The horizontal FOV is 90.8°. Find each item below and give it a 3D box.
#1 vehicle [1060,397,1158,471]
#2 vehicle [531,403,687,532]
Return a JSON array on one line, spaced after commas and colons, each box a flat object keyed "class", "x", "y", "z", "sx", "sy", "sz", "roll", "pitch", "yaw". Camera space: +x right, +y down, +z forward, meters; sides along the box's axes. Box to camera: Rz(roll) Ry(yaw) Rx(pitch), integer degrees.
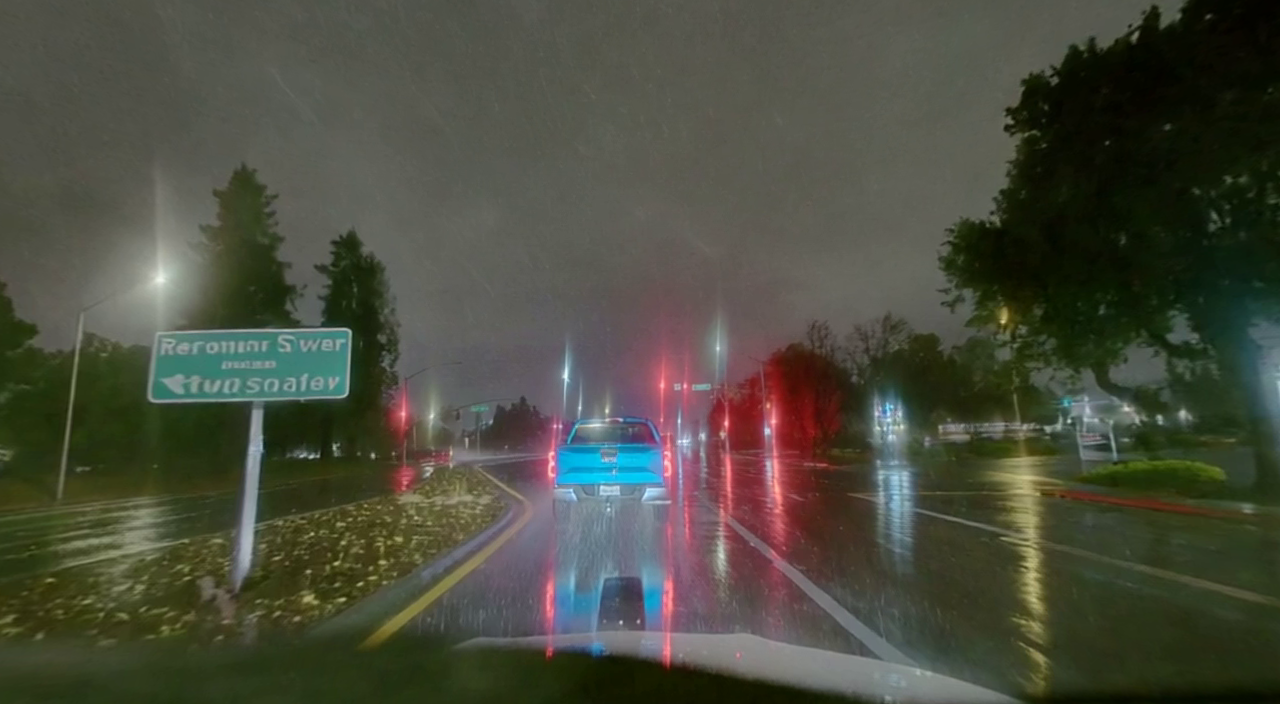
[{"class": "vehicle", "x": 16.513, "y": 2.917, "z": 22.310, "sx": 1.862, "sy": 2.438, "sz": 1.649, "roll": 0, "pitch": -10, "yaw": -14}, {"class": "vehicle", "x": -0.470, "y": 1.930, "z": 11.144, "sx": 2.145, "sy": 1.762, "sz": 4.731, "roll": 0, "pitch": -8, "yaw": -1}]
